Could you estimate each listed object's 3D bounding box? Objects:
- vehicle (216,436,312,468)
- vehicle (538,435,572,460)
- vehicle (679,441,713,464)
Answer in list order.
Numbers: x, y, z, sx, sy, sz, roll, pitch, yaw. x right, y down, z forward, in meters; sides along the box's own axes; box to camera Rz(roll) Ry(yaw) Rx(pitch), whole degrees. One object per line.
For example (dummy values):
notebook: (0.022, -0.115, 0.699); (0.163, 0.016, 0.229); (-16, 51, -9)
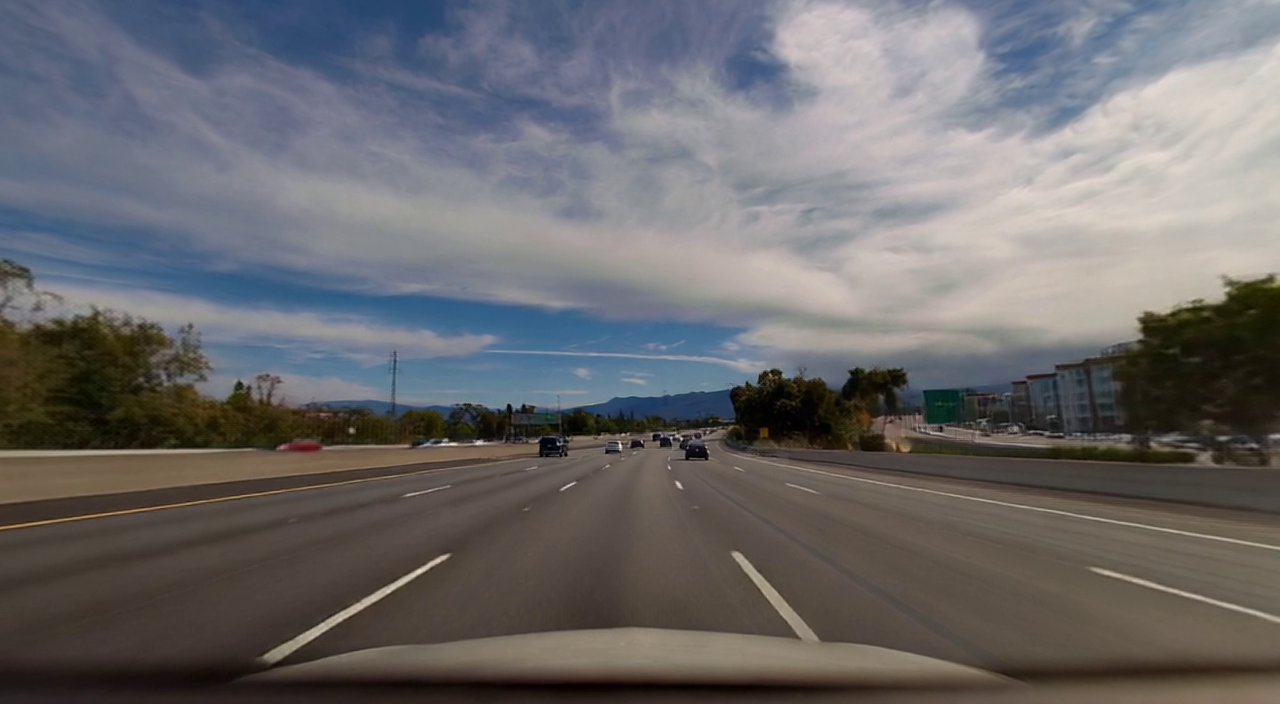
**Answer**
vehicle: (-22.946, 6.127, 38.913); (2.160, 1.808, 5.734); (0, -9, 2)
vehicle: (-6.597, 7.477, 49.386); (2.009, 1.850, 4.338); (0, -9, 1)
vehicle: (3.717, 6.743, 42.522); (1.967, 1.475, 4.080); (0, -9, 1)
